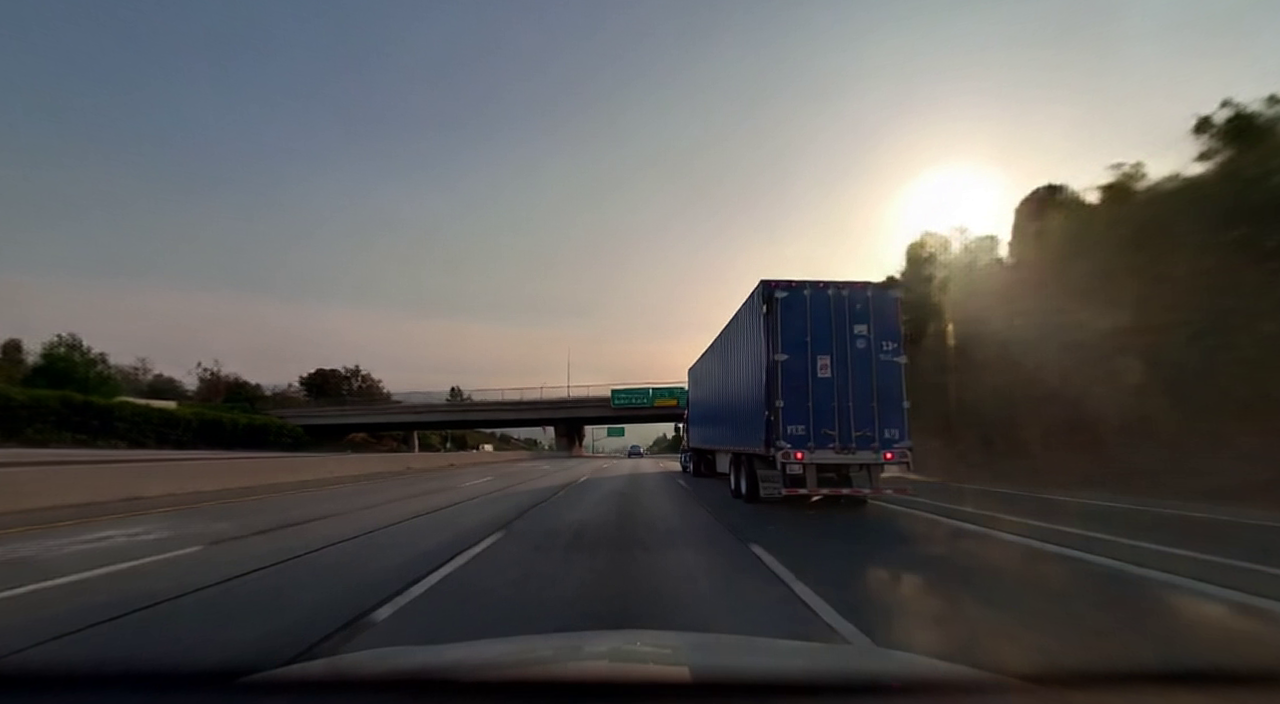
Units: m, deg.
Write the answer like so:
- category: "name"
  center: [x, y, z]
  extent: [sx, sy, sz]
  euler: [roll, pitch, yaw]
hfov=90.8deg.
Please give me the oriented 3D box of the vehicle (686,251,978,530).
- category: "vehicle"
  center: [3.387, 1.752, 17.556]
  extent: [2.743, 4.160, 16.408]
  euler: [0, -9, -1]

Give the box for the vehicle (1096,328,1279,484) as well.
- category: "vehicle"
  center: [21.519, 1.589, 18.727]
  extent: [4.916, 4.592, 13.750]
  euler: [1, -10, -4]
